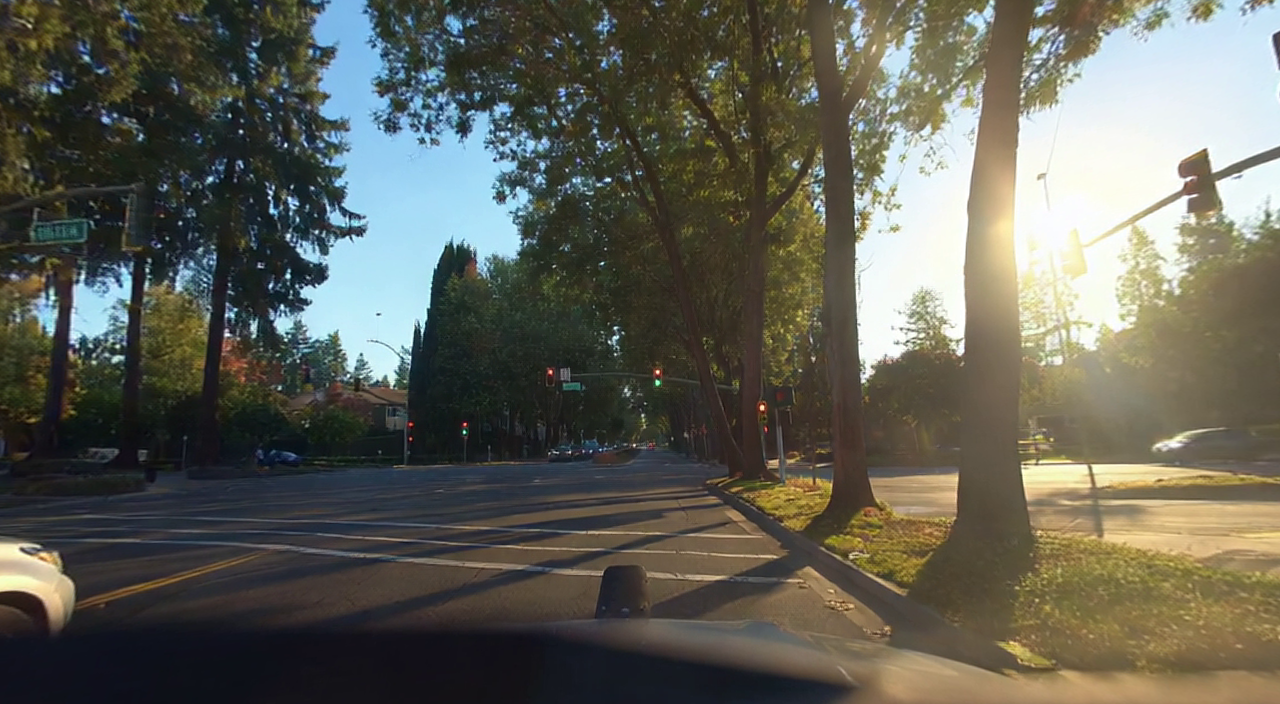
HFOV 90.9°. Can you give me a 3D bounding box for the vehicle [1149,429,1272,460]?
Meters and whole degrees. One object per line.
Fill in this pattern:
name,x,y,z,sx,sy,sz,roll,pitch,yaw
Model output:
vehicle,27.832,4.541,30.908,3.952,1.468,1.768,-3,-9,21
